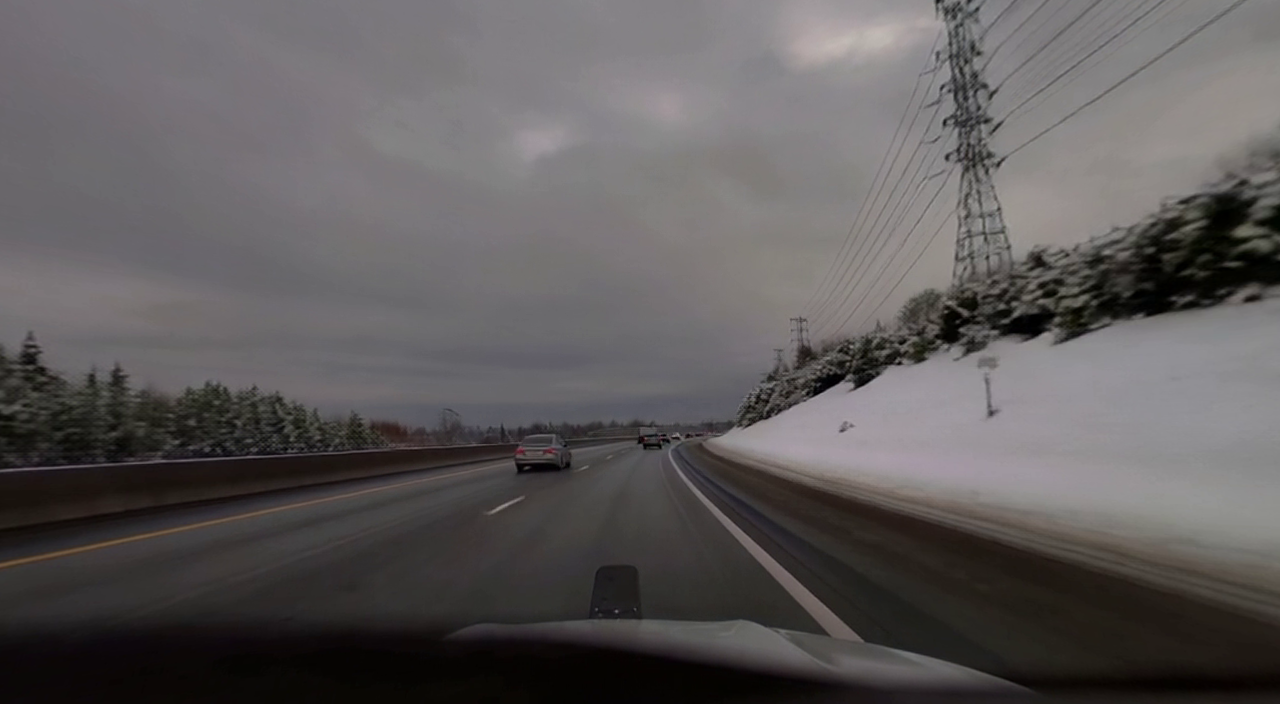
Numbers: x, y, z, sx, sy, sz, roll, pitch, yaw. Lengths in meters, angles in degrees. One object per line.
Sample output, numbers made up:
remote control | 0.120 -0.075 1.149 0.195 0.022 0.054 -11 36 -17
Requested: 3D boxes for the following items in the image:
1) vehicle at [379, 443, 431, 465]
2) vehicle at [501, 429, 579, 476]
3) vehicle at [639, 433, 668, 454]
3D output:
vehicle | -17.527 7.607 47.131 1.912 1.514 4.589 0 -8 2
vehicle | -3.508 3.617 22.935 2.030 1.522 4.250 0 -8 2
vehicle | 1.096 6.879 47.513 2.077 1.523 4.206 0 -8 3
